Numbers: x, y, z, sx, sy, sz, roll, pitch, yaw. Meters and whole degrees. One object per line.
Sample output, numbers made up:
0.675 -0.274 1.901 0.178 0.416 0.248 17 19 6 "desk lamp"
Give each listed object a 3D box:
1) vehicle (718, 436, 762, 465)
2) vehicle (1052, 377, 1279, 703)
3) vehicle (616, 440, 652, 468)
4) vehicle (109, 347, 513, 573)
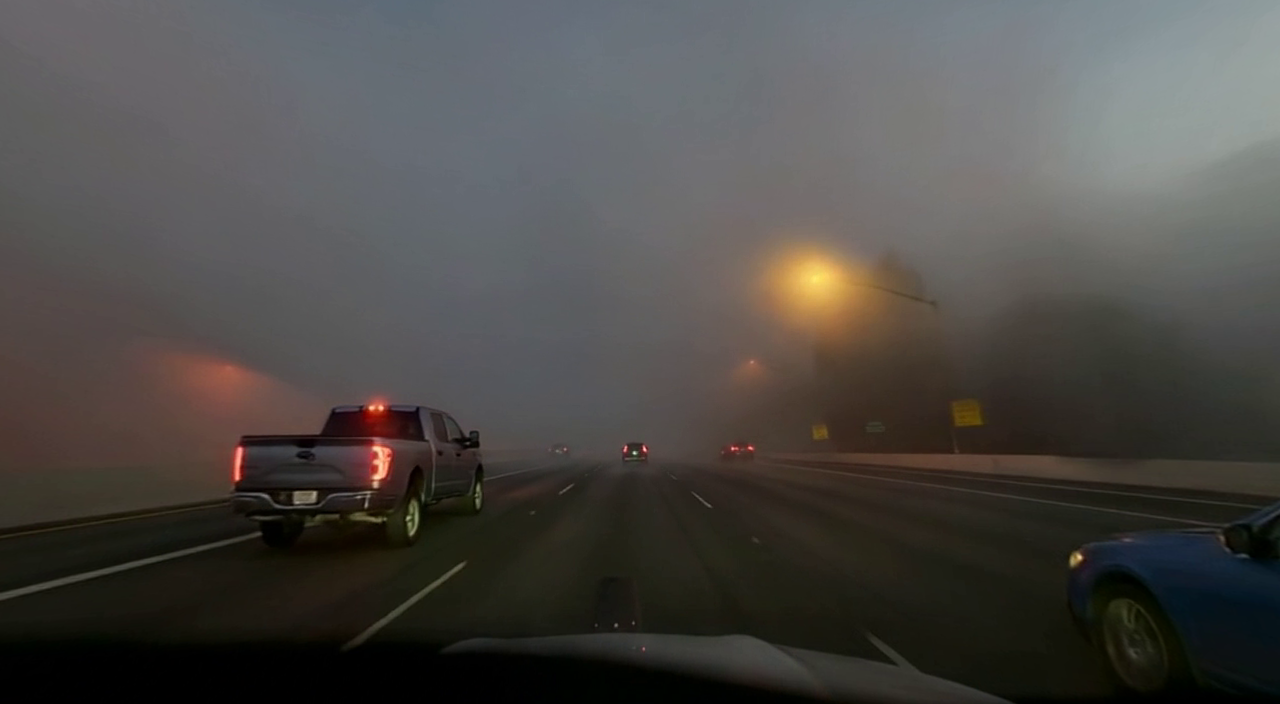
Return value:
6.776 6.763 43.476 2.103 1.898 5.310 0 -9 -1 "vehicle"
3.055 0.631 0.631 2.072 1.501 4.694 0 -9 -1 "vehicle"
-0.392 6.354 39.604 2.157 1.642 4.189 0 -9 -1 "vehicle"
-3.765 1.477 9.160 2.592 2.179 6.034 0 -9 0 "vehicle"
